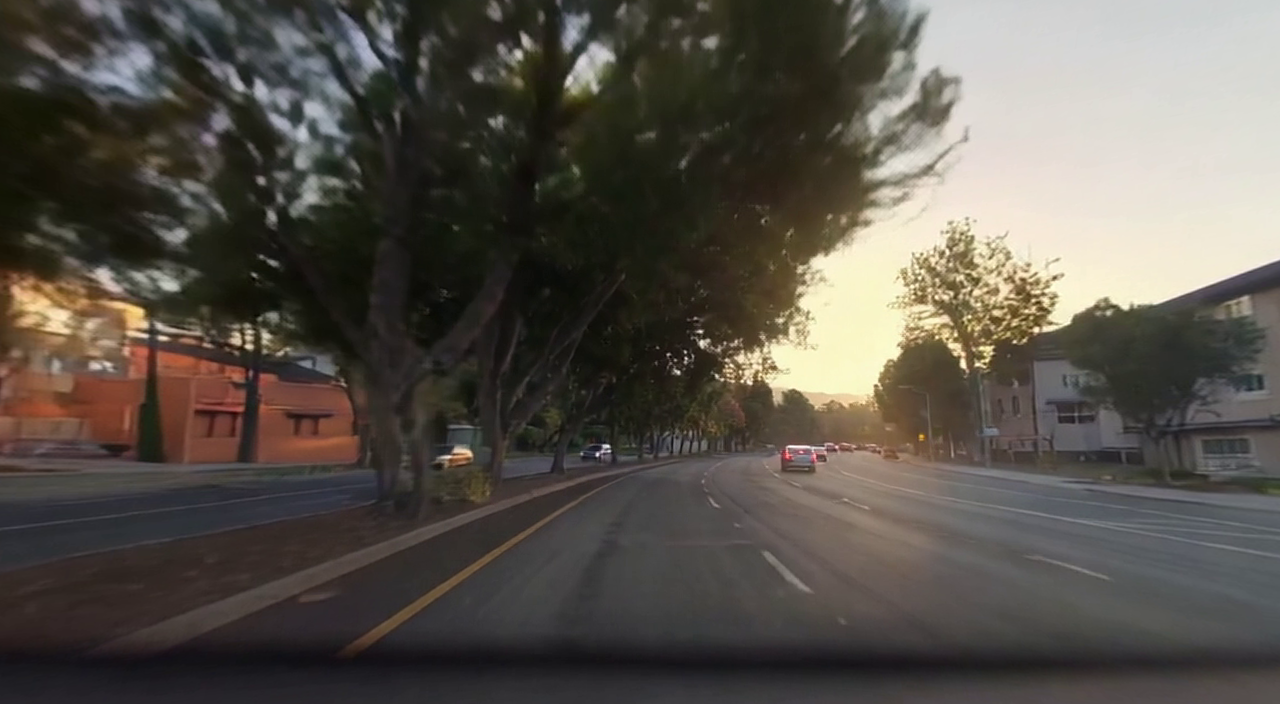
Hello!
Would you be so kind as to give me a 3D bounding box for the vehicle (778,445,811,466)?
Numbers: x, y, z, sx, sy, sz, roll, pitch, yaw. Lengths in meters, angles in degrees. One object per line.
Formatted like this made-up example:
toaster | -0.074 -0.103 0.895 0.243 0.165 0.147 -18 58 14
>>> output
vehicle | 11.104 7.450 45.676 1.988 1.460 3.996 -2 -9 9
